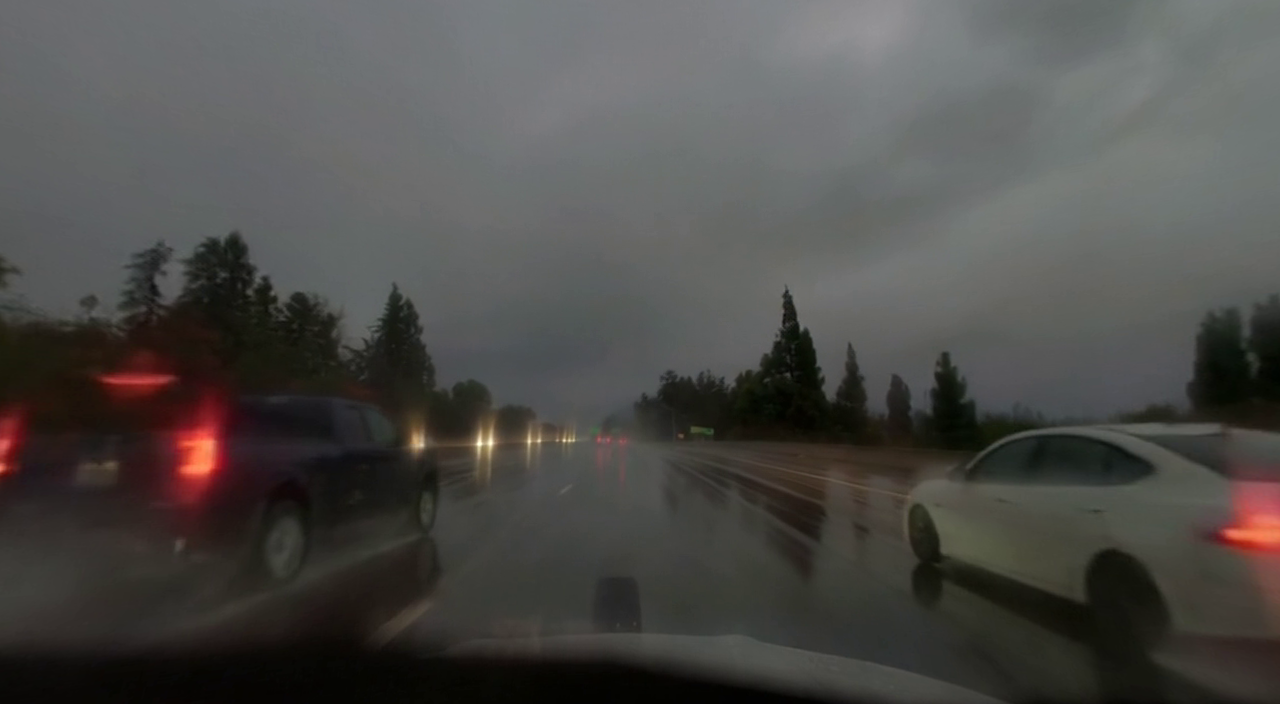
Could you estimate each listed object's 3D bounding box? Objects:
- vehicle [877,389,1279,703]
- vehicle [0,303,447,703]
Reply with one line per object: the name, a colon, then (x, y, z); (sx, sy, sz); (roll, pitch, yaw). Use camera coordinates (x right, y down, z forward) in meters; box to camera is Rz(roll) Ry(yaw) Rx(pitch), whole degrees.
vehicle: (3.591, 1.176, 4.761); (1.817, 1.465, 4.415); (0, -8, -1)
vehicle: (-3.592, 1.033, 5.528); (2.106, 1.779, 5.610); (0, -8, -1)
